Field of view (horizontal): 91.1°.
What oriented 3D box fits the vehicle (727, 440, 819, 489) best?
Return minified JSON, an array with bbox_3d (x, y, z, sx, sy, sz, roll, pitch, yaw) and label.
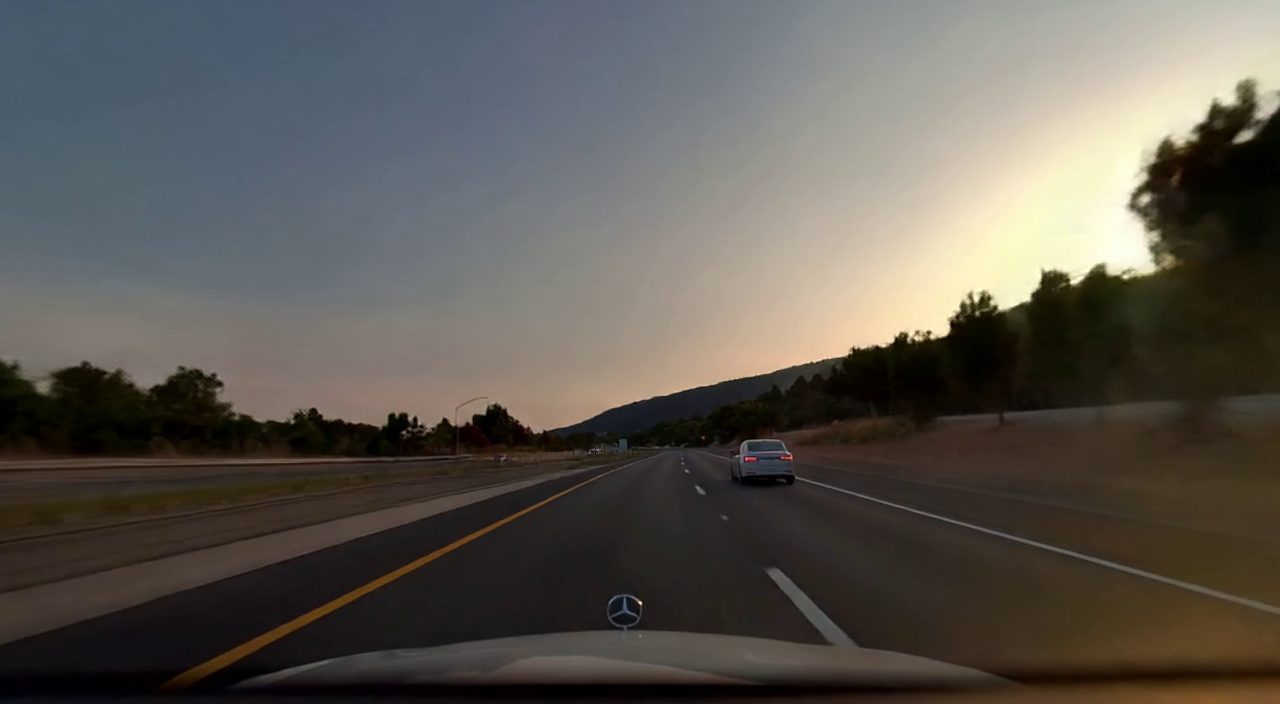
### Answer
[{"bbox_3d":[4.196,3.631,20.585,2.124,1.405,4.398,0,-9,1],"label":"vehicle"}]
